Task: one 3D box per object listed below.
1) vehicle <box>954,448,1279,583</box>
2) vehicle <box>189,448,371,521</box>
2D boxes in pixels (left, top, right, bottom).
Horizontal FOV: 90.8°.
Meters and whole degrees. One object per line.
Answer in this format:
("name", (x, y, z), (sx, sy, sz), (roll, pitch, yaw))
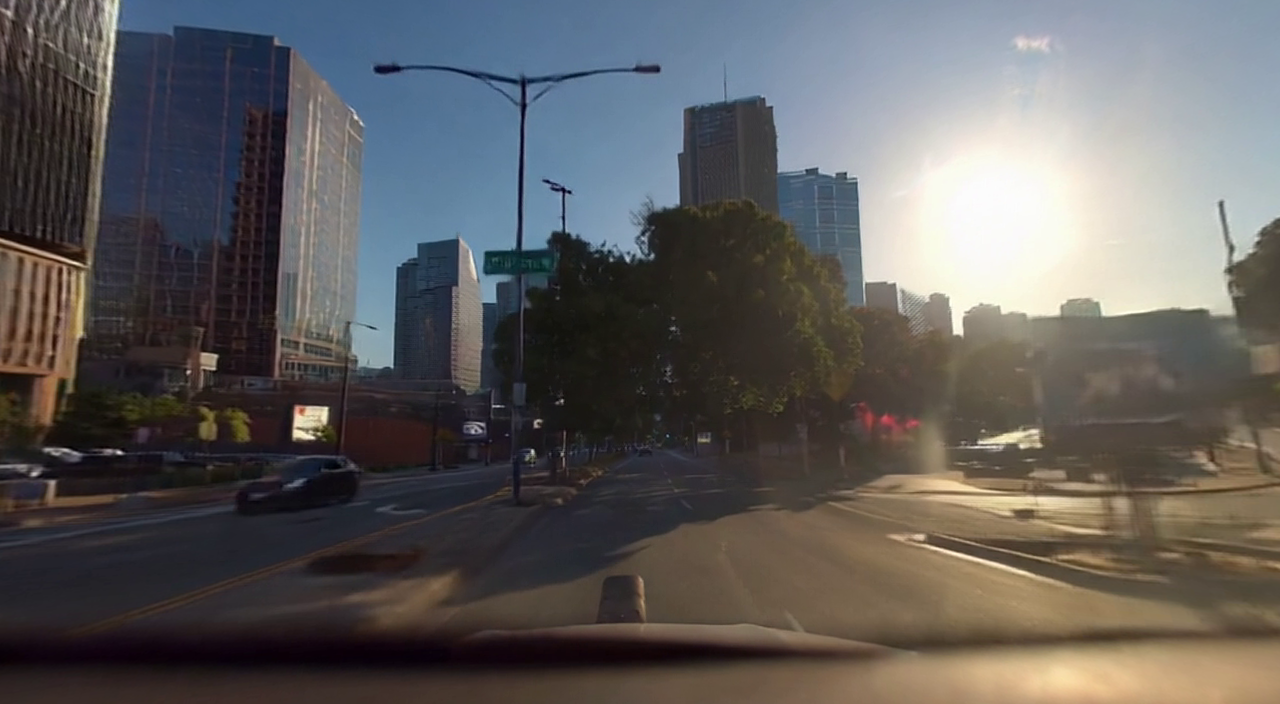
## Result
("vehicle", (6.900, 2.120, 9.092), (2.675, 1.452, 4.213), (-1, -9, 2))
("vehicle", (-8.651, 3.171, 15.751), (1.905, 1.533, 4.419), (-1, -9, 0))
